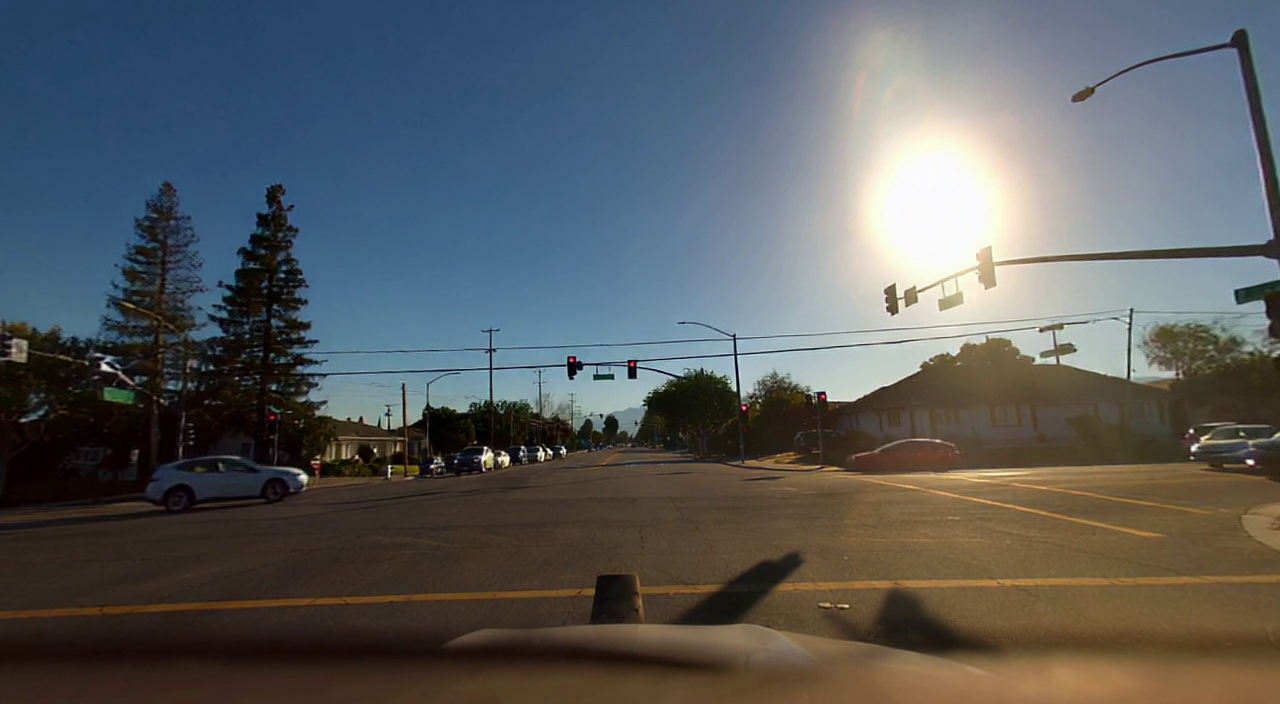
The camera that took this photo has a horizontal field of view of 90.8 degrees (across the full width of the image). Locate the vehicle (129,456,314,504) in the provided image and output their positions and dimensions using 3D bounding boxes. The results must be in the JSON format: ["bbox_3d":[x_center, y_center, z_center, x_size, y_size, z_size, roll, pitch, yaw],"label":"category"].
[{"bbox_3d":[-13.993,4.279,21.331,4.823,1.449,2.017,-1,-9,2],"label":"vehicle"}]

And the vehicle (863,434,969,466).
[{"bbox_3d":[14.430,5.147,33.131,4.873,1.539,1.932,-4,-9,25],"label":"vehicle"}]

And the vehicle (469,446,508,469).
[{"bbox_3d":[-10.704,7.461,44.759,1.881,1.509,3.377,0,-9,1],"label":"vehicle"}]

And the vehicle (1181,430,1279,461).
[{"bbox_3d":[31.318,4.886,33.022,4.318,1.488,1.870,0,-9,-1],"label":"vehicle"}]
